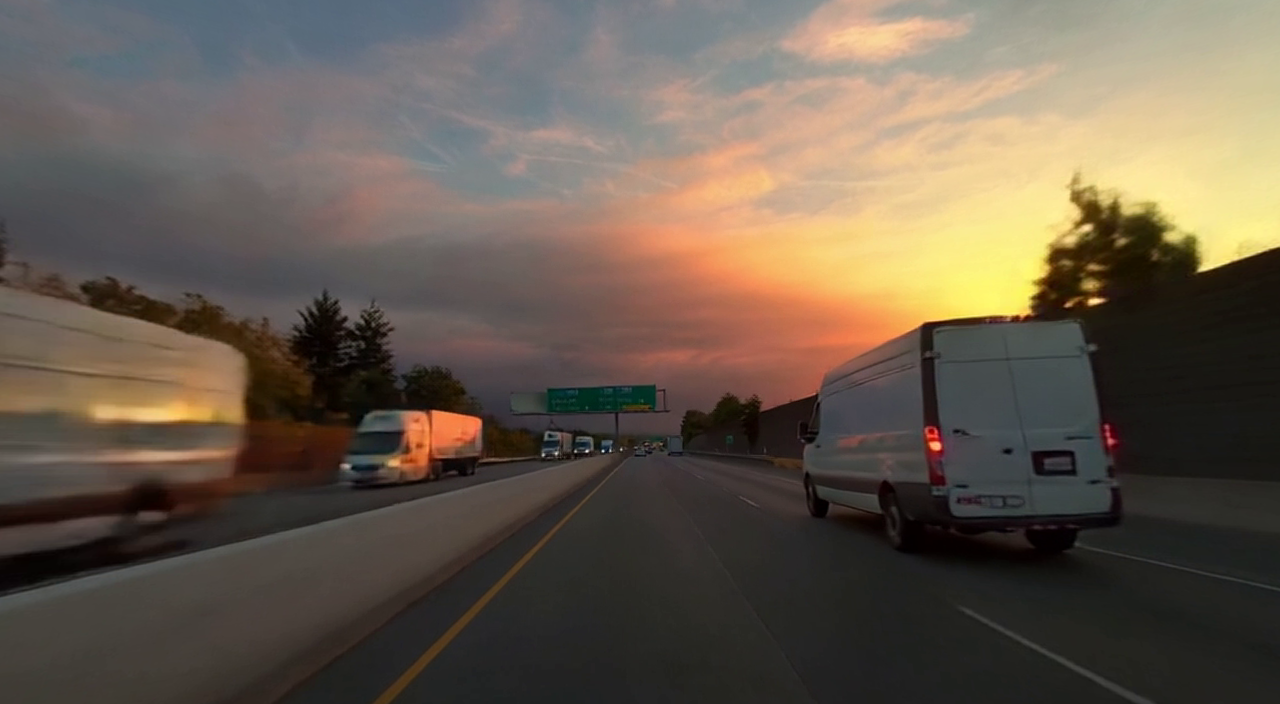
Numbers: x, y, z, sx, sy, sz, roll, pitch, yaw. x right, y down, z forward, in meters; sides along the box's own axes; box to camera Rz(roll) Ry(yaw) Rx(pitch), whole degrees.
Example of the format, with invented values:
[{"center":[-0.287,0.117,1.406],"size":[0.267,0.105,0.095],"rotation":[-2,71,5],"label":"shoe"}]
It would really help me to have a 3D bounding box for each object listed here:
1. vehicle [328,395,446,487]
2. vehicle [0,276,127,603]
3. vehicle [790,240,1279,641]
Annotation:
[{"center":[-12.600,4.588,32.183],"size":[3.164,4.219,6.685],"rotation":[0,-9,0],"label":"vehicle"},{"center":[-8.463,0.656,4.864],"size":[2.965,3.546,7.119],"rotation":[-1,-9,-2],"label":"vehicle"},{"center":[4.053,1.076,7.823],"size":[2.449,2.805,6.763],"rotation":[0,-9,-2],"label":"vehicle"}]
